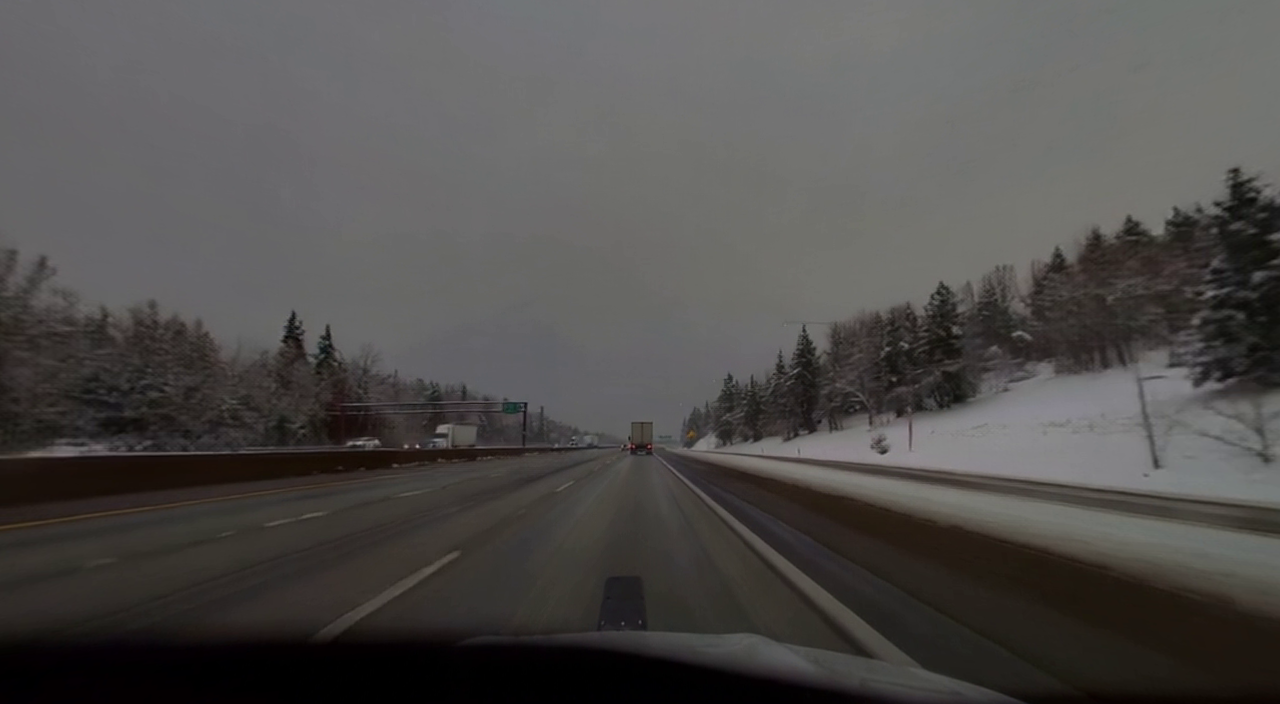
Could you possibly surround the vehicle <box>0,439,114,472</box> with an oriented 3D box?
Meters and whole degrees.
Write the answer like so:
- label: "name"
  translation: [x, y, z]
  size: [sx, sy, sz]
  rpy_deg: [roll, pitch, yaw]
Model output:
- label: "vehicle"
  translation: [-28.059, 4.899, 29.986]
  size: [1.839, 1.446, 4.548]
  rpy_deg: [0, -8, 1]
